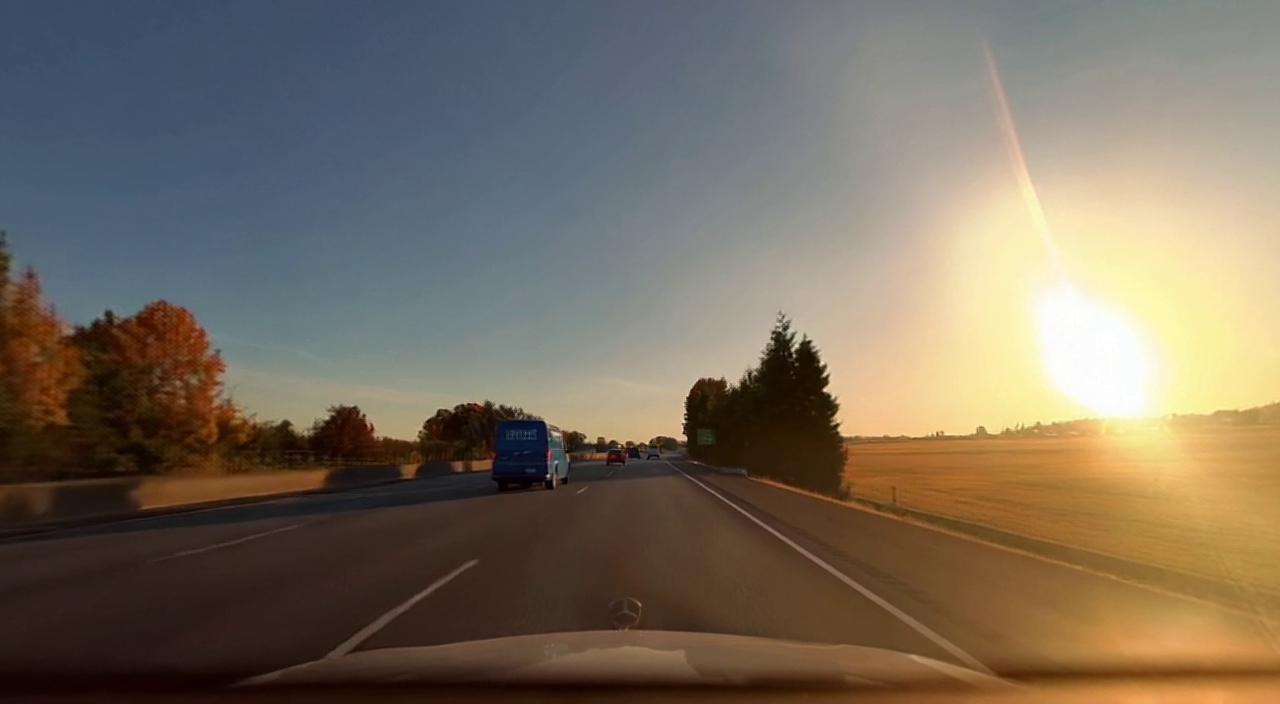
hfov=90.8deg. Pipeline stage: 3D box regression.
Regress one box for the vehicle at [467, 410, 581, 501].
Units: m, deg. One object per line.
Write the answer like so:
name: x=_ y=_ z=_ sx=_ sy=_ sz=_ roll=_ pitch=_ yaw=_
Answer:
vehicle: x=-3.307 y=3.118 z=19.248 sx=2.360 sy=2.367 sz=5.223 roll=0 pitch=-9 yaw=1
